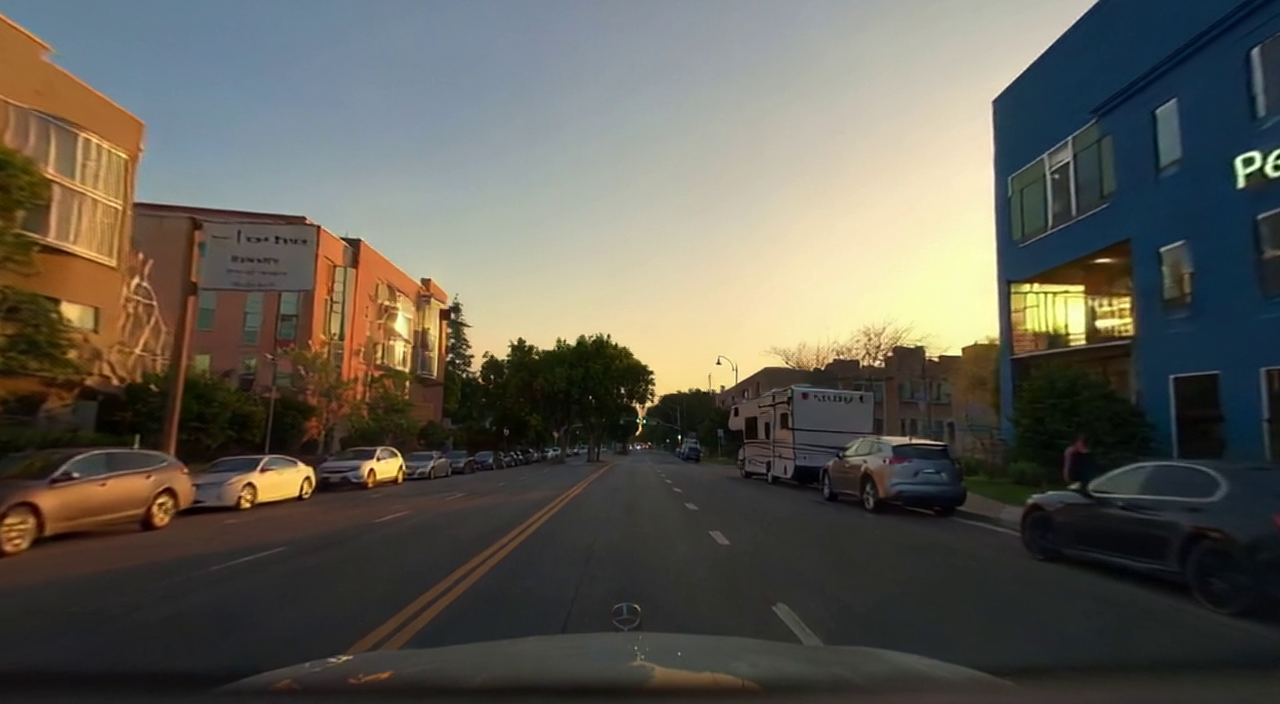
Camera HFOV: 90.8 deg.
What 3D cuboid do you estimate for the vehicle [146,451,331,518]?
[{"bbox_3d":[-10.038,3.303,16.338,1.802,1.439,4.546,0,-8,0],"label":"vehicle"}]

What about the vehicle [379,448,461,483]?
[{"bbox_3d":[-10.105,5.230,29.476,2.078,1.427,4.900,0,-8,0],"label":"vehicle"}]

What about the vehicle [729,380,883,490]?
[{"bbox_3d":[5.960,3.360,25.012,3.102,3.473,9.734,0,-8,-2],"label":"vehicle"}]

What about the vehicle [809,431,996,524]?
[{"bbox_3d":[5.895,2.865,15.161,2.154,1.804,5.341,0,-8,0],"label":"vehicle"}]

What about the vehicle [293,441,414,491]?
[{"bbox_3d":[-10.093,4.045,22.746,2.276,1.597,4.421,0,-8,0],"label":"vehicle"}]

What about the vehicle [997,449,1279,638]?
[{"bbox_3d":[6.117,1.792,6.649,1.939,1.491,4.521,0,-8,-2],"label":"vehicle"}]

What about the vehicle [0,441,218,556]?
[{"bbox_3d":[-10.033,2.343,10.855,2.230,1.577,4.871,0,-8,-1],"label":"vehicle"}]
